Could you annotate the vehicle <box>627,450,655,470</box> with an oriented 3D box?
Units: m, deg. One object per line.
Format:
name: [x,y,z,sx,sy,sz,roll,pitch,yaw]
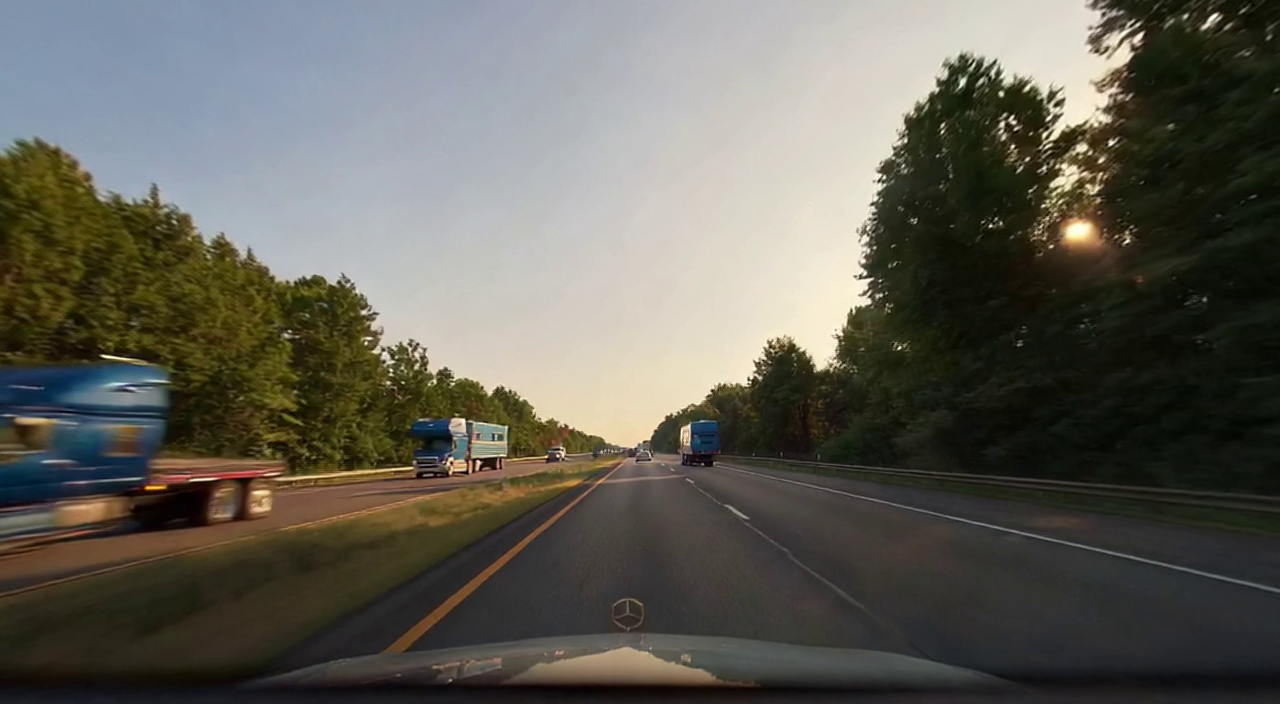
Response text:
vehicle: [0.067,7.722,45.200,1.926,1.386,3.615,0,-9,0]

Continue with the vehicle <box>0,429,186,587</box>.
vehicle: [-8.104,1.830,7.608,2.005,1.730,4.270,0,-9,0]

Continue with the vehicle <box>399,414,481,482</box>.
vehicle: [-12.464,6.064,39.925,3.069,3.904,6.259,0,-9,0]
